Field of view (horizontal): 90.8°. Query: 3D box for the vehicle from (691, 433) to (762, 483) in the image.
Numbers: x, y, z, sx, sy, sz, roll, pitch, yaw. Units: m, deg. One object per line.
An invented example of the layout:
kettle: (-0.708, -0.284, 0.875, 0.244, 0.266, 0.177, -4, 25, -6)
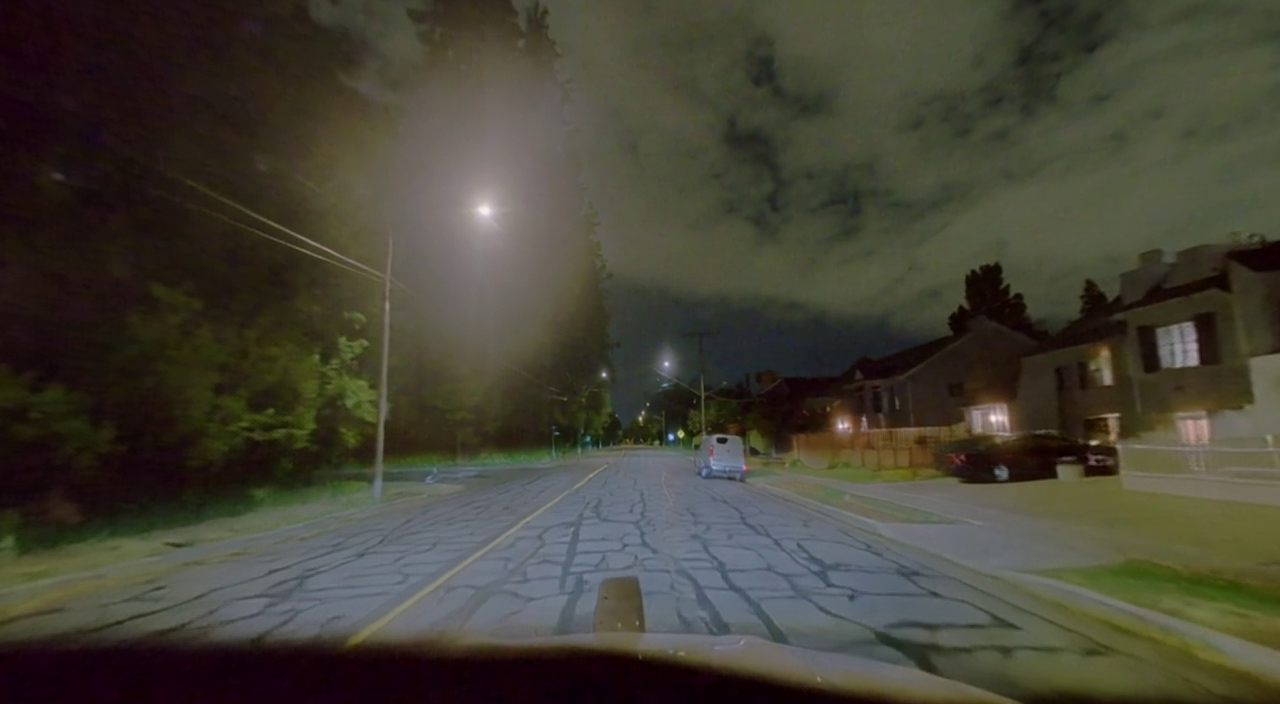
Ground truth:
vehicle: (3.179, 4.009, 24.202, 2.086, 1.726, 4.384, 0, -8, 0)
